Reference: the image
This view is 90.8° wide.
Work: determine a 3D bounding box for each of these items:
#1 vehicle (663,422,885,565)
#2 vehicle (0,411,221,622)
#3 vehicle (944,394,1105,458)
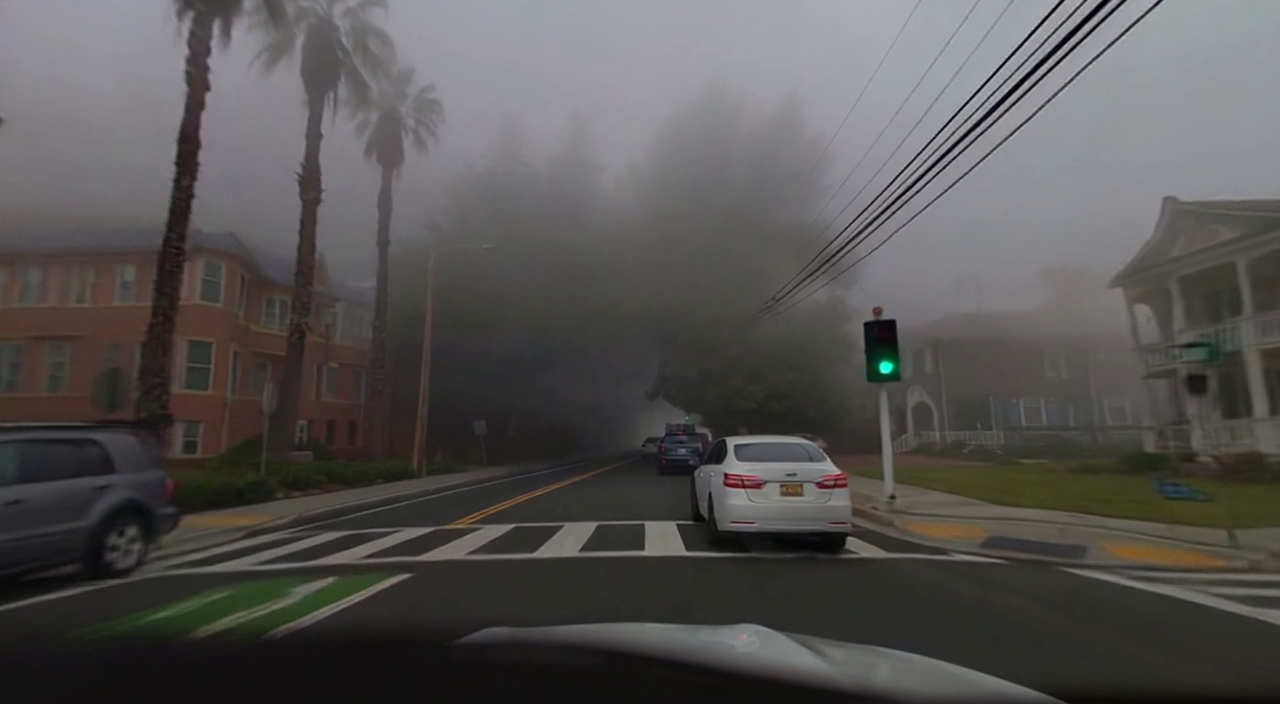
[{"bbox_3d":[1.555,1.899,9.263,2.096,1.552,4.519,0,-9,-2],"label":"vehicle"},{"bbox_3d":[-6.594,1.522,5.967,2.069,1.820,4.388,-3,-6,5],"label":"vehicle"},{"bbox_3d":[17.671,3.436,29.269,5.880,2.540,2.003,-3,-6,2],"label":"vehicle"}]
